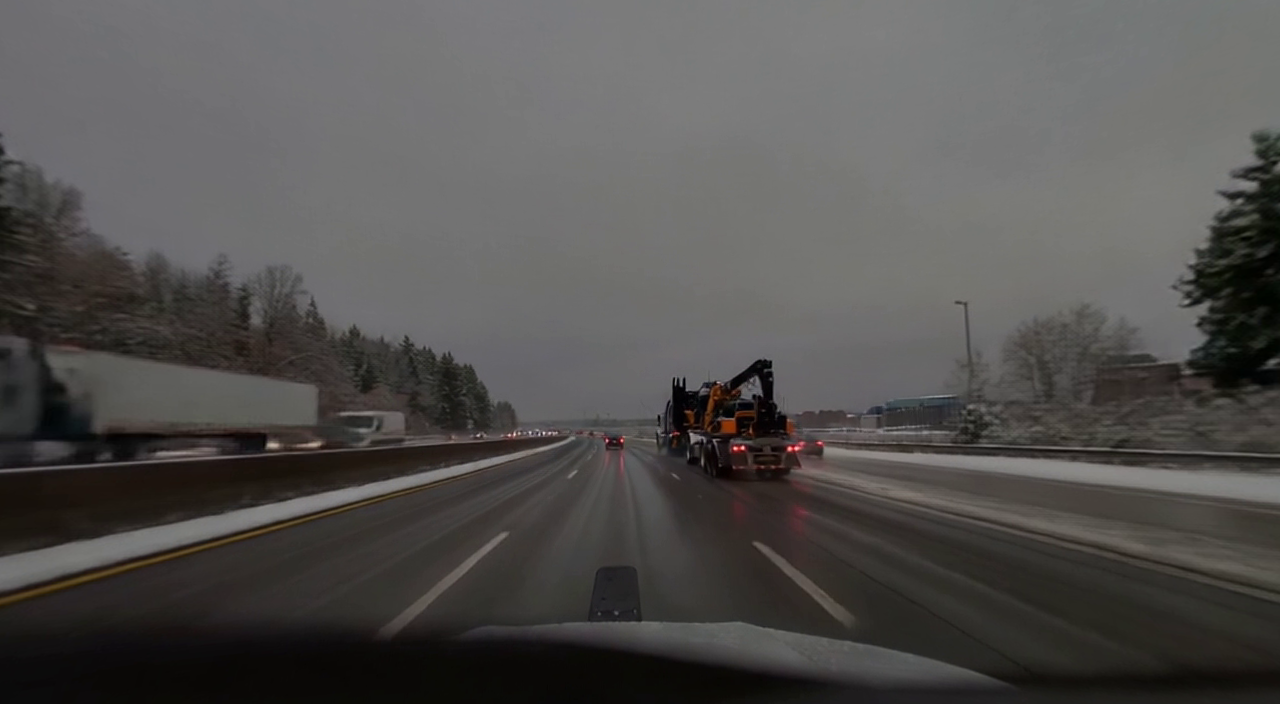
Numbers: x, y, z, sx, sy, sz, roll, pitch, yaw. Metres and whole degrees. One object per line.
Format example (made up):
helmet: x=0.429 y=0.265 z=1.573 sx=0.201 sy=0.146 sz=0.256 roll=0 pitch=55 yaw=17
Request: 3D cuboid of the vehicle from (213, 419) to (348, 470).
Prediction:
vehicle: x=-12.014 y=3.132 z=21.493 sx=2.000 sy=1.546 sz=4.563 roll=0 pitch=-8 yaw=-2

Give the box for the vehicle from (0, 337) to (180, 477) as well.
vehicle: x=-18.987 y=1.711 z=18.781 sx=3.022 sy=3.791 sz=10.271 roll=0 pitch=-8 yaw=-2

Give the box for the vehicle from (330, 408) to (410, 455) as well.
vehicle: x=-15.691 y=4.679 z=37.030 sx=2.254 sy=2.533 sz=5.803 roll=0 pitch=-8 yaw=-2

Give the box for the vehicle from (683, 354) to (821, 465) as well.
vehicle: x=3.510 y=2.185 z=22.176 sx=2.833 sy=3.180 sz=8.004 roll=1 pitch=-8 yaw=-4
